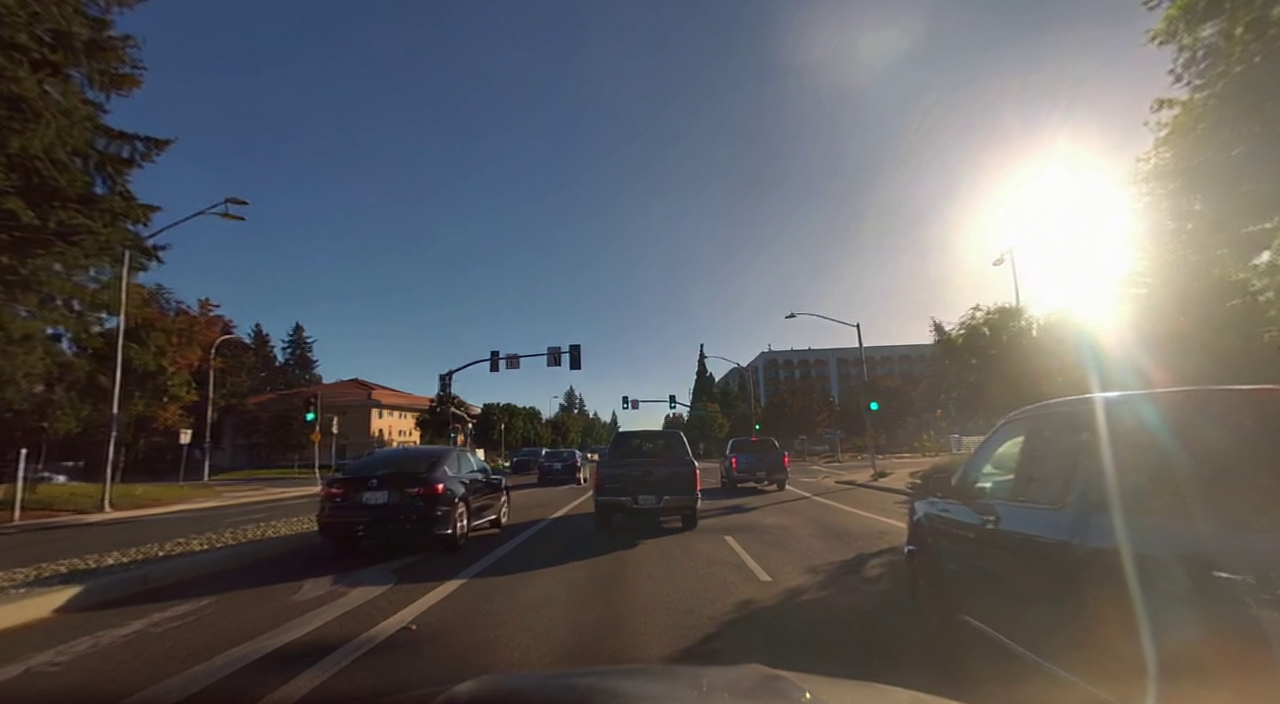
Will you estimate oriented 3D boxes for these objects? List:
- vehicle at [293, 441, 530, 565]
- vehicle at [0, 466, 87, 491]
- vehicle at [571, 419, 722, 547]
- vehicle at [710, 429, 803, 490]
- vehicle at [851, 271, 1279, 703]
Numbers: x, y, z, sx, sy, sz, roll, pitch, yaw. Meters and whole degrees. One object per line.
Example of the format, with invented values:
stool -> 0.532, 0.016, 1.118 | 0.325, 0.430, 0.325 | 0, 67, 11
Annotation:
vehicle -> -3.182, 2.176, 10.030 | 1.909, 1.476, 4.751 | 0, -8, 1
vehicle -> -40.927, 8.506, 42.474 | 5.100, 1.533, 2.032 | 1, -9, -9
vehicle -> 0.119, 2.133, 10.853 | 2.113, 1.768, 3.901 | 0, -9, 1
vehicle -> 3.979, 3.809, 22.646 | 2.408, 1.908, 5.355 | 0, -9, 1
vehicle -> 3.428, 0.878, 3.473 | 2.571, 1.857, 5.841 | 0, -9, 1
